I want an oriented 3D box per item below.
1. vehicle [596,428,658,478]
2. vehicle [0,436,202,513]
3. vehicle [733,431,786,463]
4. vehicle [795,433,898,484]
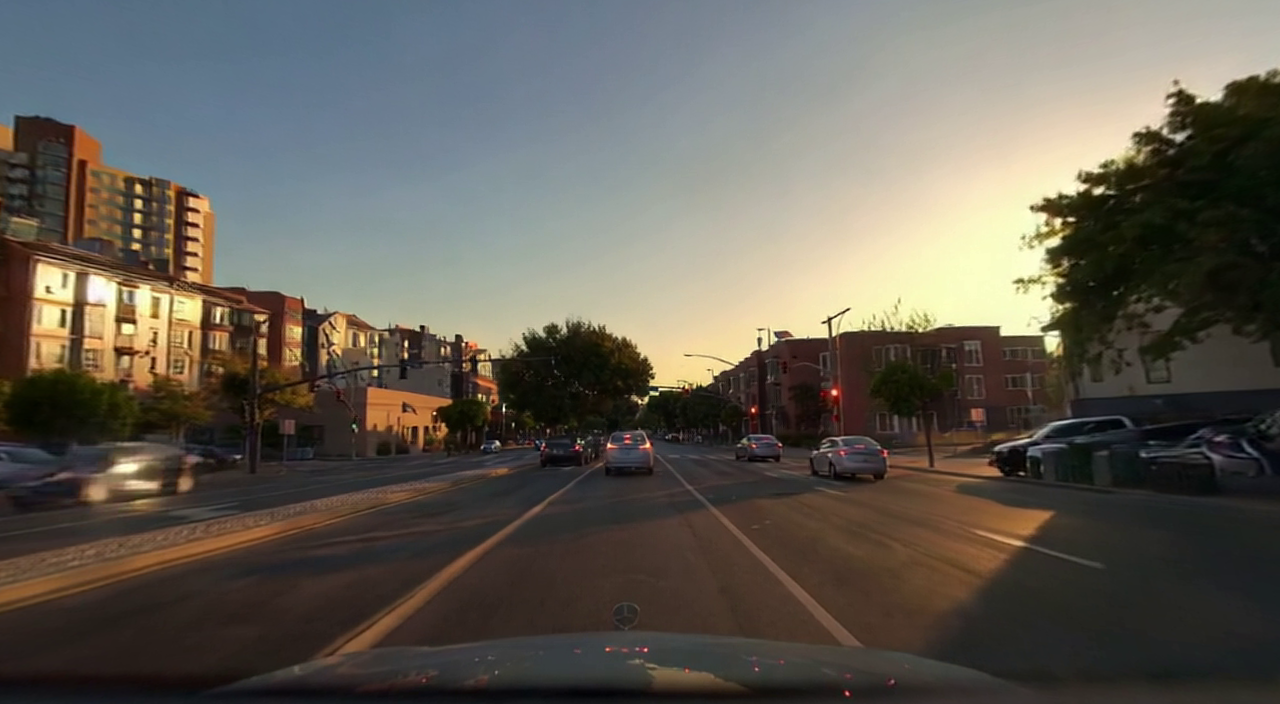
[{"bbox_3d":[-0.424,3.583,22.513,2.032,1.593,3.896,0,-9,0],"label":"vehicle"},{"bbox_3d":[-14.024,3.083,16.422,1.858,1.686,4.330,-1,-9,5],"label":"vehicle"},{"bbox_3d":[6.343,5.128,33.994,1.963,1.611,4.359,0,-9,-1],"label":"vehicle"},{"bbox_3d":[6.346,3.325,19.950,1.768,1.417,4.213,0,-9,-1],"label":"vehicle"}]
